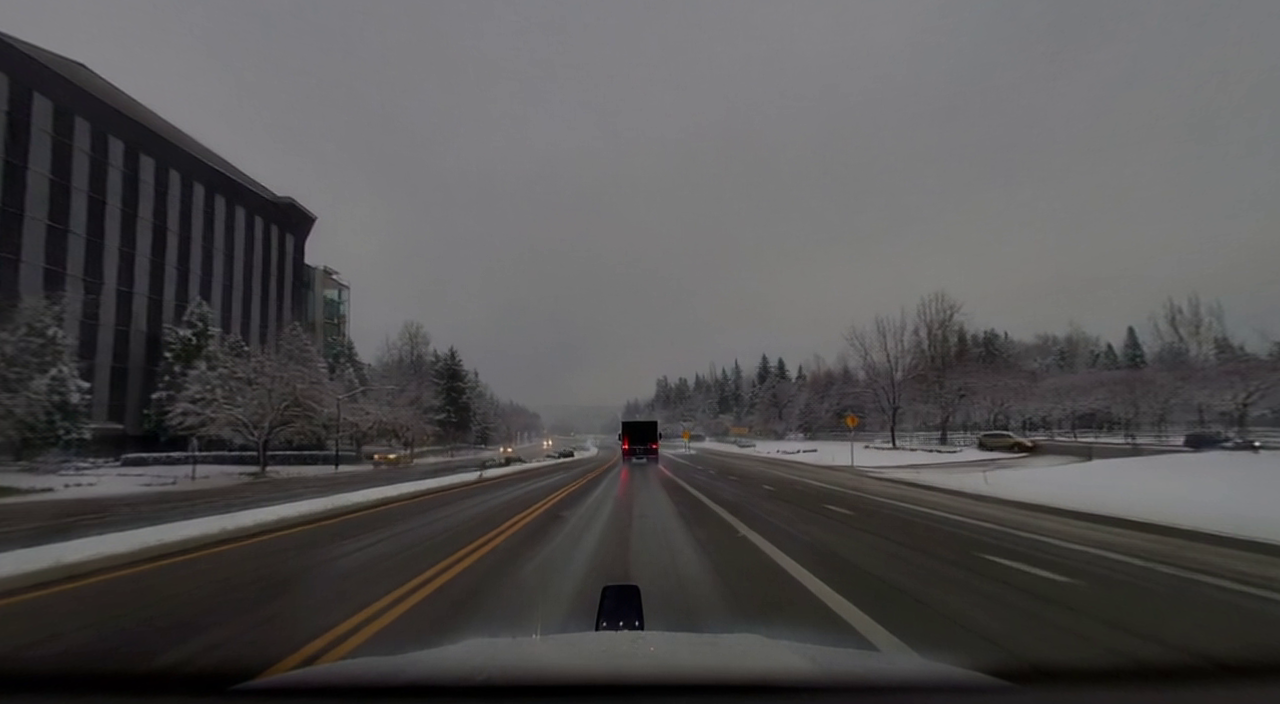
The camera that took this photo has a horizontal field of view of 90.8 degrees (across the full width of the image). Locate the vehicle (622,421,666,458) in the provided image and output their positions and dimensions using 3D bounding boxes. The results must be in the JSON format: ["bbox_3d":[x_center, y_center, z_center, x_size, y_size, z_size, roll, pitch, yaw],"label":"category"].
[{"bbox_3d":[0.122,4.779,34.407,2.178,1.829,4.932,0,-8,-2],"label":"vehicle"}]
